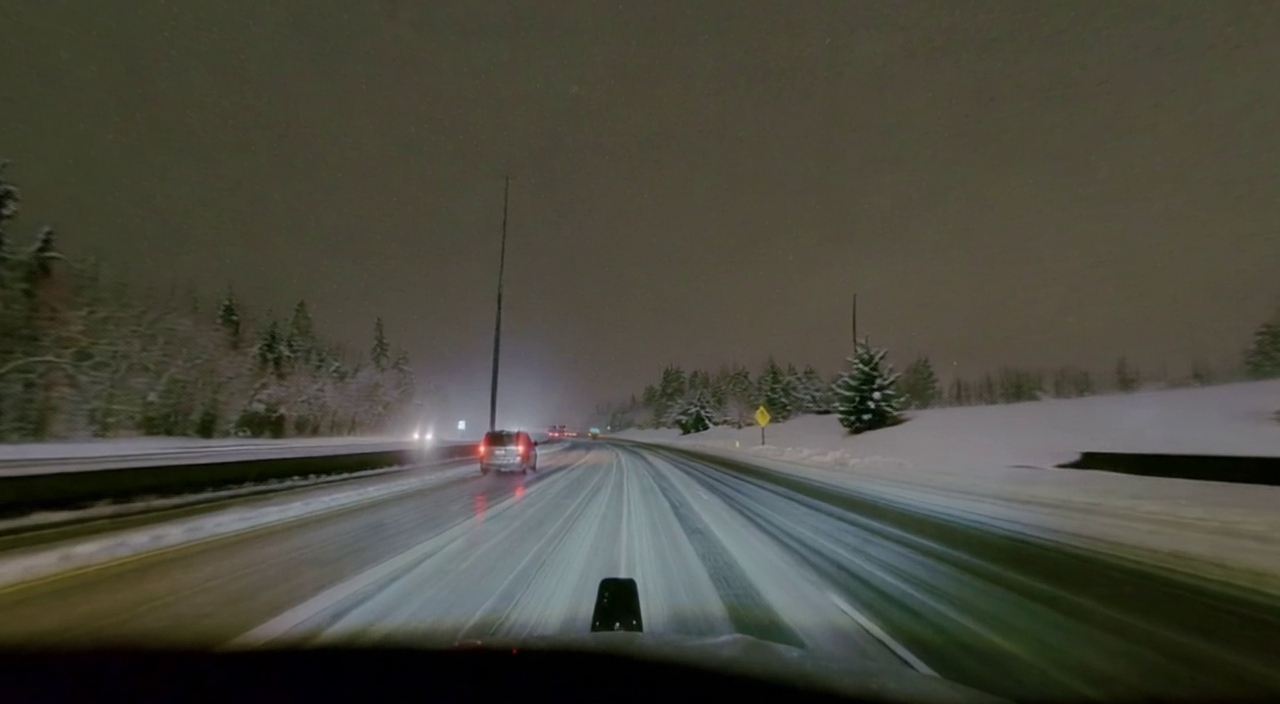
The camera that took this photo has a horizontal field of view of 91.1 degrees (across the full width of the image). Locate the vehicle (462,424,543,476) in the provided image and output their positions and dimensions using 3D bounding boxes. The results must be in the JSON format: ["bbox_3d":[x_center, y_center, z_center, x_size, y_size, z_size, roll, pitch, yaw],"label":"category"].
[{"bbox_3d":[-4.508,3.270,21.192,1.878,1.548,3.966,0,-8,-1],"label":"vehicle"}]
